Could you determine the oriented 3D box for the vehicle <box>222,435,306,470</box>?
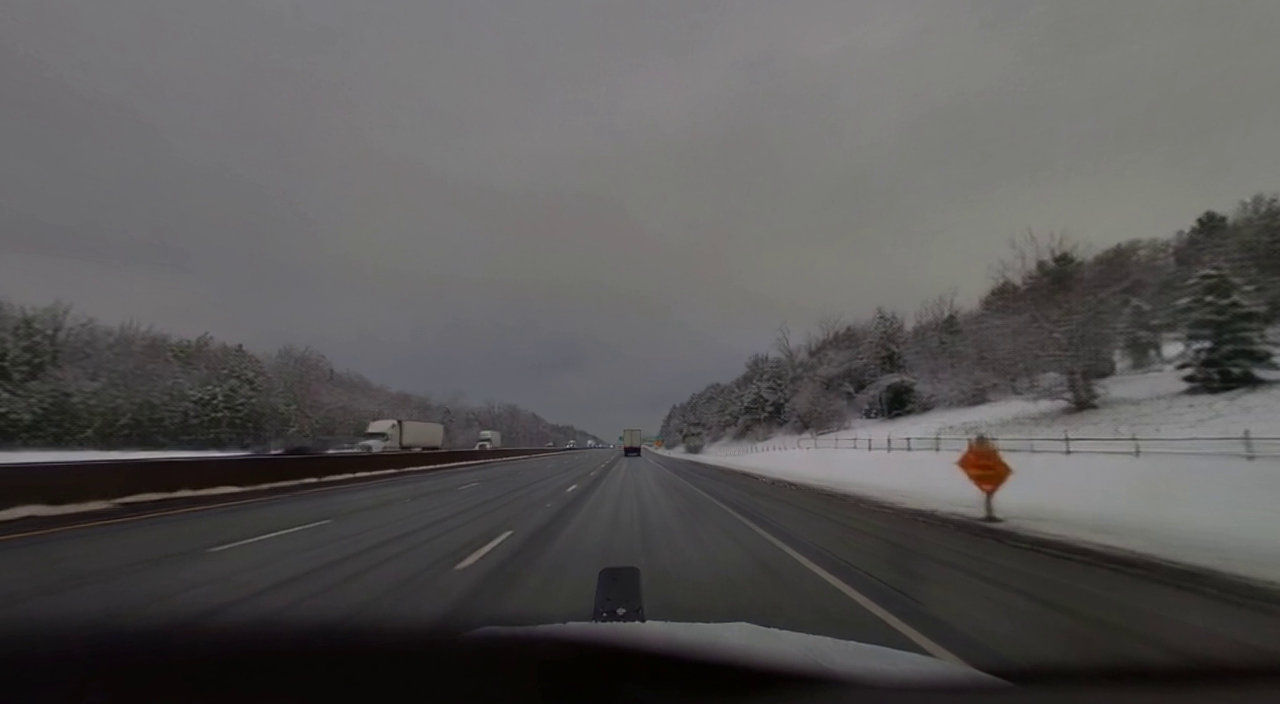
[{"bbox_3d":[-16.955,4.545,28.632,1.715,1.454,3.326,0,-9,0],"label":"vehicle"}]
